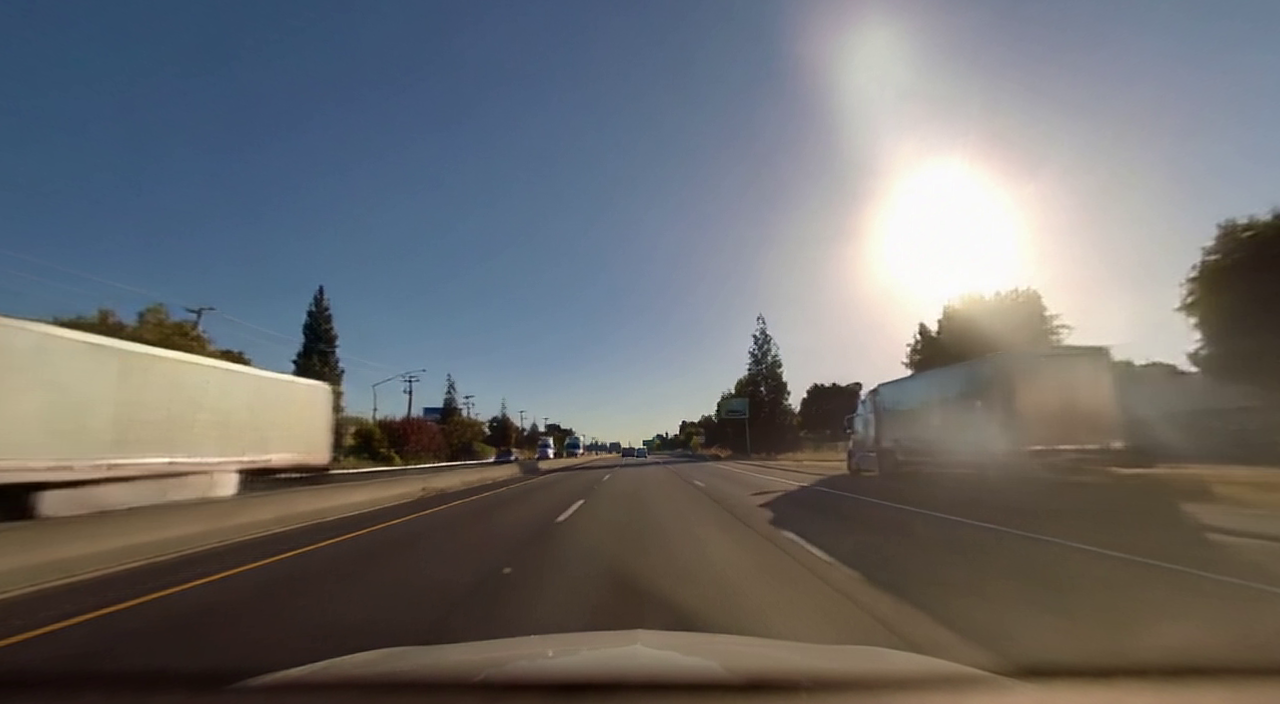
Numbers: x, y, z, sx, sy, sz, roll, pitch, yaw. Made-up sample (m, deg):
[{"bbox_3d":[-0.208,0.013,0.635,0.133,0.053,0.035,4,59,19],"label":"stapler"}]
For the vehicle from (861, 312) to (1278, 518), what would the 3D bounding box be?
[{"bbox_3d":[10.888,2.260,19.359,2.911,4.067,13.916,0,-9,0],"label":"vehicle"}]

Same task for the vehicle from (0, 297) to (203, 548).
[{"bbox_3d":[-11.490,0.941,8.701,3.029,3.881,10.922,0,-9,-1],"label":"vehicle"}]
